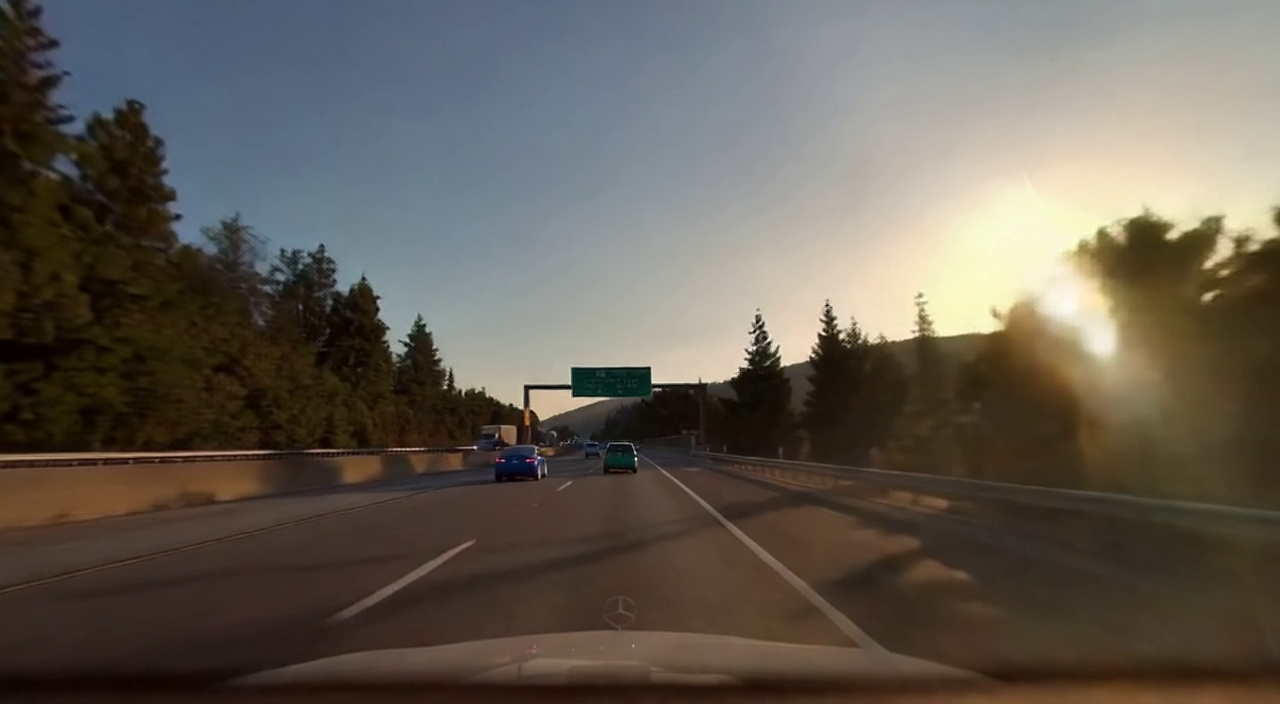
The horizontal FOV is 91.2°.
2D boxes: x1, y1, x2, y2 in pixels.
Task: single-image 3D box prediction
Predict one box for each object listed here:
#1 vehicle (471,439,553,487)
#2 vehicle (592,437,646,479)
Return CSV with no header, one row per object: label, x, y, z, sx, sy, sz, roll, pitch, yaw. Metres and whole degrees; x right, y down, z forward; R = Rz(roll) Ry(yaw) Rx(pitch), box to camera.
vehicle,-4.722,4.174,23.841,2.103,1.588,4.709,-1,-9,0
vehicle,-0.902,4.670,27.789,2.220,1.711,4.056,0,-9,-1
